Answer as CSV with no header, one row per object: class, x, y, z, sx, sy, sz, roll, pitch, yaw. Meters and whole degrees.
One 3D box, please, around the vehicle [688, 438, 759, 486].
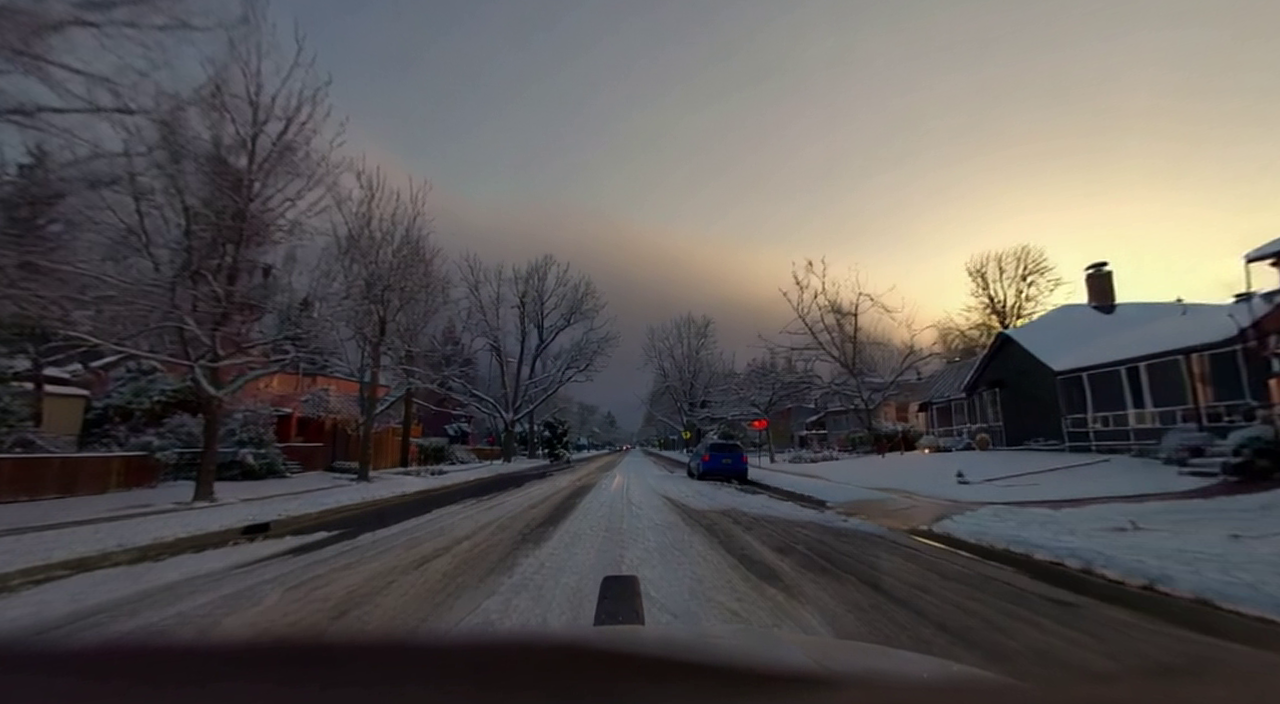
vehicle,3.049,4.117,24.019,2.114,1.633,4.042,0,-8,-1
